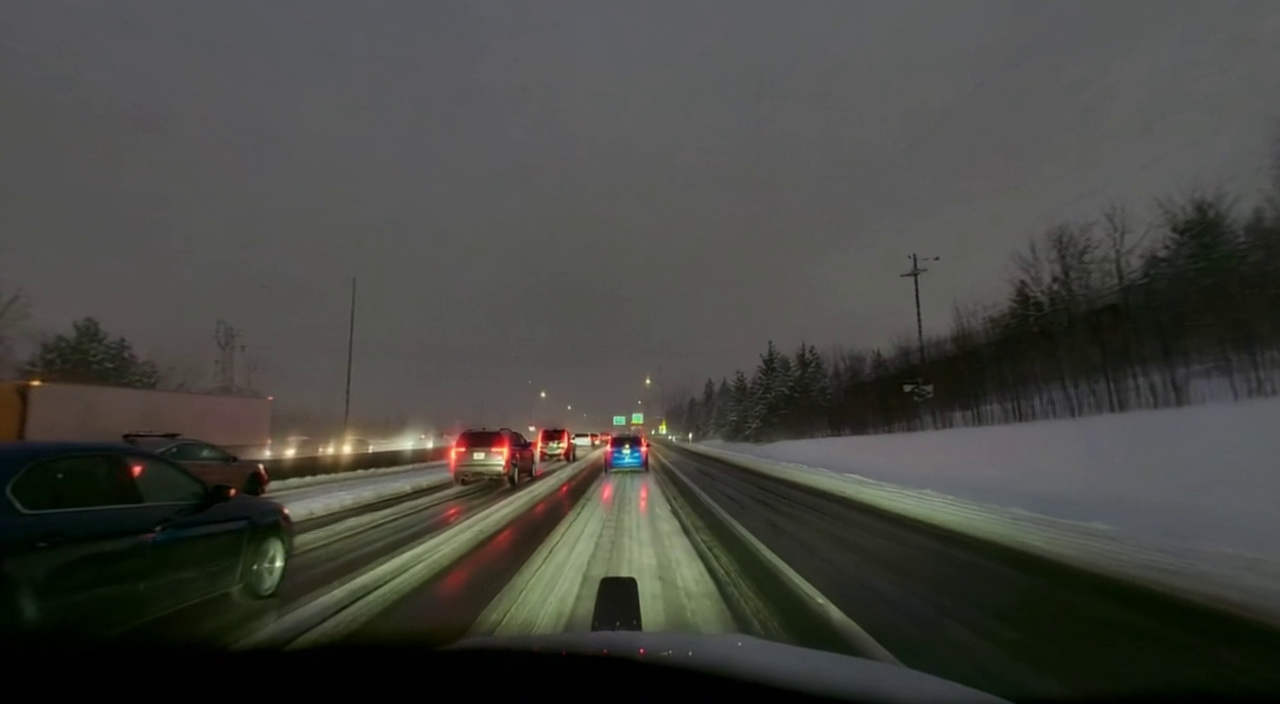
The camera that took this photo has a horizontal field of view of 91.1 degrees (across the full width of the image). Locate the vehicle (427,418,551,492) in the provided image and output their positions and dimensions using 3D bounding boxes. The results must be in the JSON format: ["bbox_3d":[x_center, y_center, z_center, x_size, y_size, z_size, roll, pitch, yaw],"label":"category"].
[{"bbox_3d":[-3.854,2.712,16.996,2.154,1.690,4.595,0,-8,1],"label":"vehicle"}]

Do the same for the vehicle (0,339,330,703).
[{"bbox_3d":[-3.824,0.900,3.408,2.107,1.703,4.274,0,-8,0],"label":"vehicle"}]

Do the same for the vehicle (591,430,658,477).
[{"bbox_3d":[-0.501,3.404,21.438,2.070,1.452,3.834,0,-8,-1],"label":"vehicle"}]

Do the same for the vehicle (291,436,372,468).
[{"bbox_3d":[-15.343,4.954,31.580,1.892,1.467,4.376,0,-8,-1],"label":"vehicle"}]
